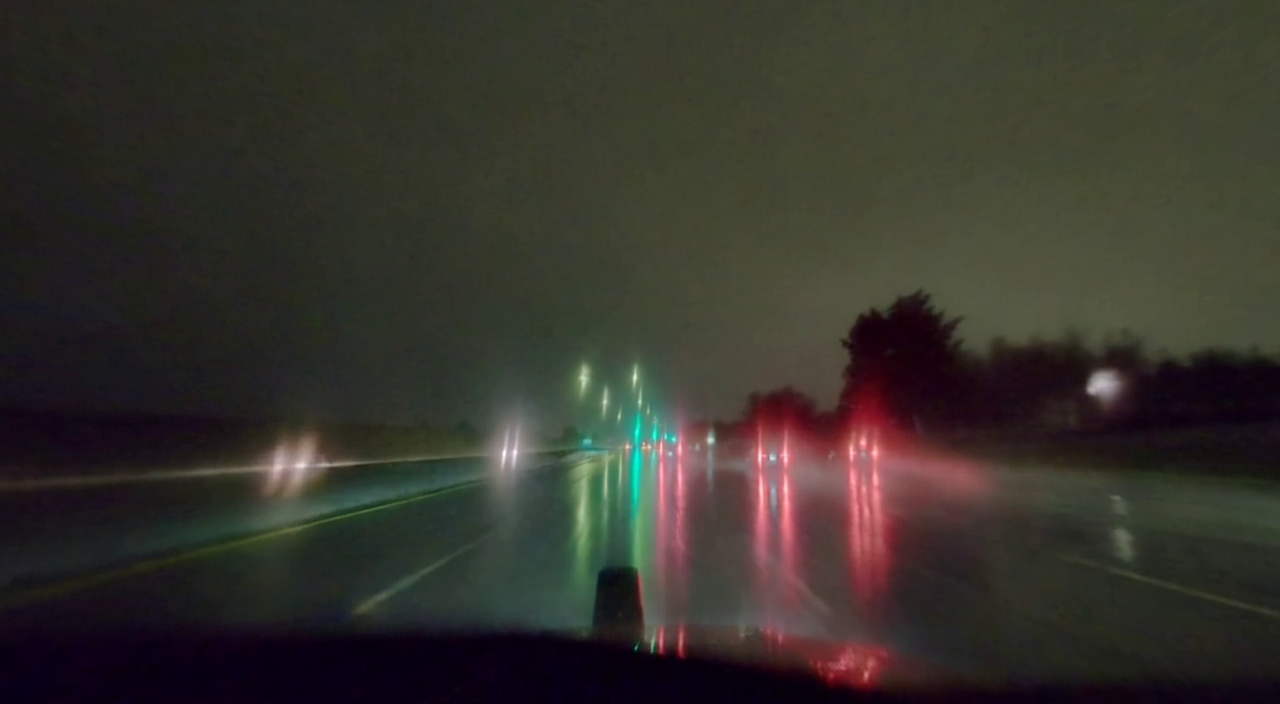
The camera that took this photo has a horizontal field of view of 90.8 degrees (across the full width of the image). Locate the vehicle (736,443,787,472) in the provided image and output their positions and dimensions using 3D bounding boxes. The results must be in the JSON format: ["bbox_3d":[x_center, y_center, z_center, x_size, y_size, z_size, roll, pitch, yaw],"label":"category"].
[{"bbox_3d":[6.765,5.912,35.557,2.038,1.528,3.910,0,-9,-1],"label":"vehicle"}]

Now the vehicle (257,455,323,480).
[{"bbox_3d":[-22.023,7.271,39.963,1.714,1.388,4.329,0,-8,0],"label":"vehicle"}]

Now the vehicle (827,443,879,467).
[{"bbox_3d":[14.675,7.103,43.719,2.025,1.595,4.268,0,-9,-1],"label":"vehicle"}]
